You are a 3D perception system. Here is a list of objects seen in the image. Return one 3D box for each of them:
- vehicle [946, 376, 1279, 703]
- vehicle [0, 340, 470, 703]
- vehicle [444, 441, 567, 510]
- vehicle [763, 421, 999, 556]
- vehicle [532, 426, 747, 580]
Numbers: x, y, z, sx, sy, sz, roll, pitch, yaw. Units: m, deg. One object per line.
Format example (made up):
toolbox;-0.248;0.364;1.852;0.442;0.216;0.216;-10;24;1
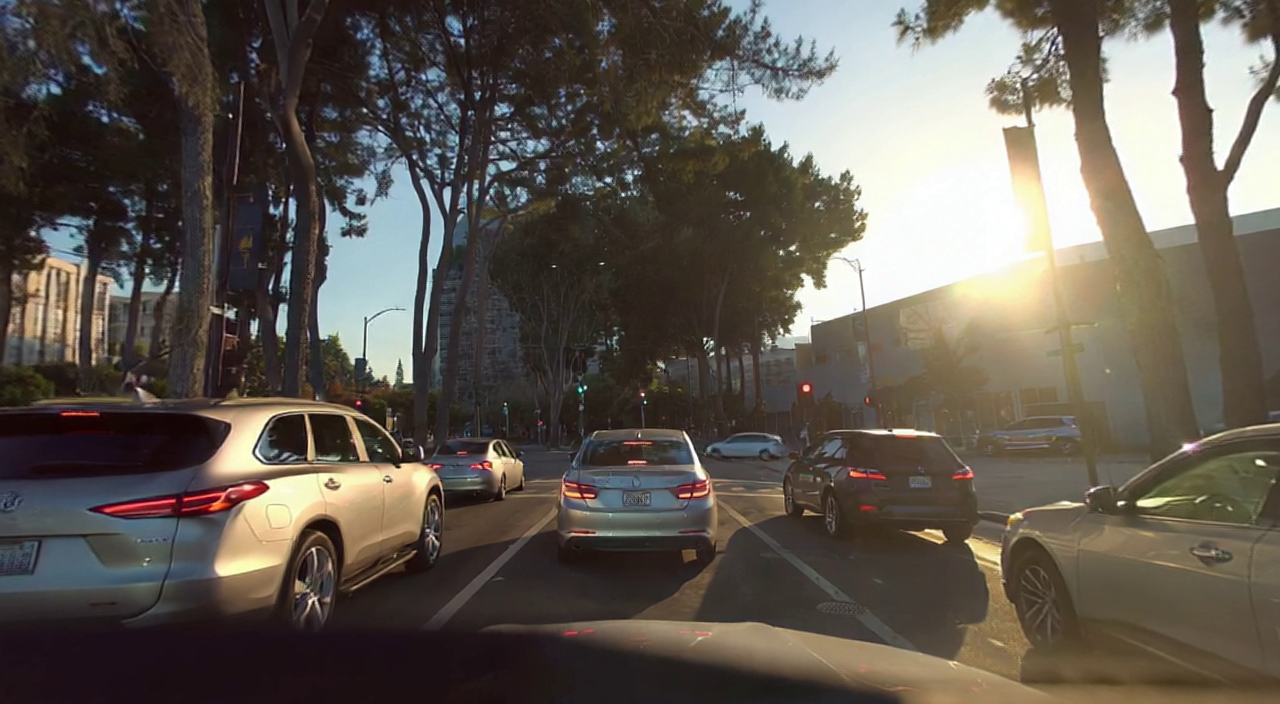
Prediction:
vehicle;3.320;0.960;2.825;1.899;1.588;3.888;0;-8;0
vehicle;-3.146;1.164;5.065;2.168;1.750;4.625;-1;-9;1
vehicle;-3.063;2.906;15.322;1.975;1.420;4.196;-1;-9;1
vehicle;3.410;2.018;10.037;2.040;1.647;4.379;0;-9;0
vehicle;-0.032;1.802;8.332;2.147;1.507;3.953;0;-9;-1
